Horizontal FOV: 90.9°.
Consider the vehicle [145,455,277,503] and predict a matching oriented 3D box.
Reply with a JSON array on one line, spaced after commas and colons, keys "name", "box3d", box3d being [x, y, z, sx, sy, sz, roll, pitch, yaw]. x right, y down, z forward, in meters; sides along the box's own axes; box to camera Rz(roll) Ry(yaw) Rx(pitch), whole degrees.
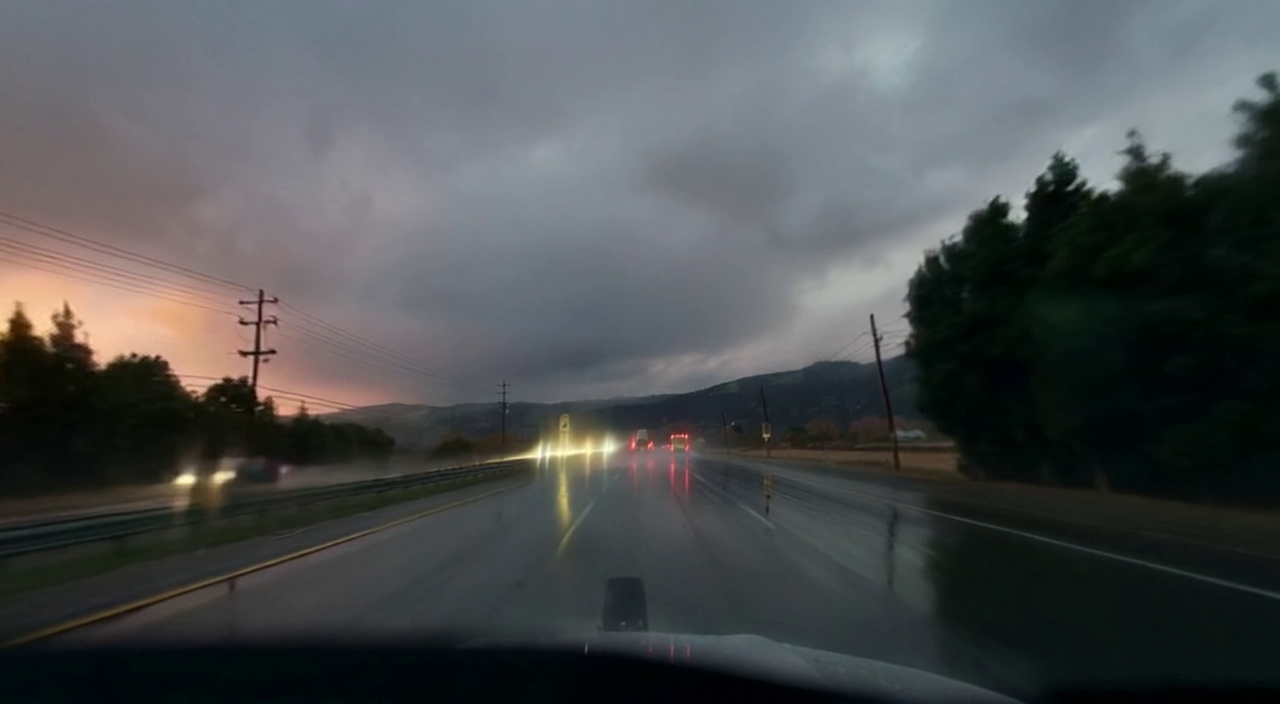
[{"name": "vehicle", "box3d": [-16.633, 4.902, 24.815, 1.881, 1.598, 4.569, 0, -8, 1]}]
